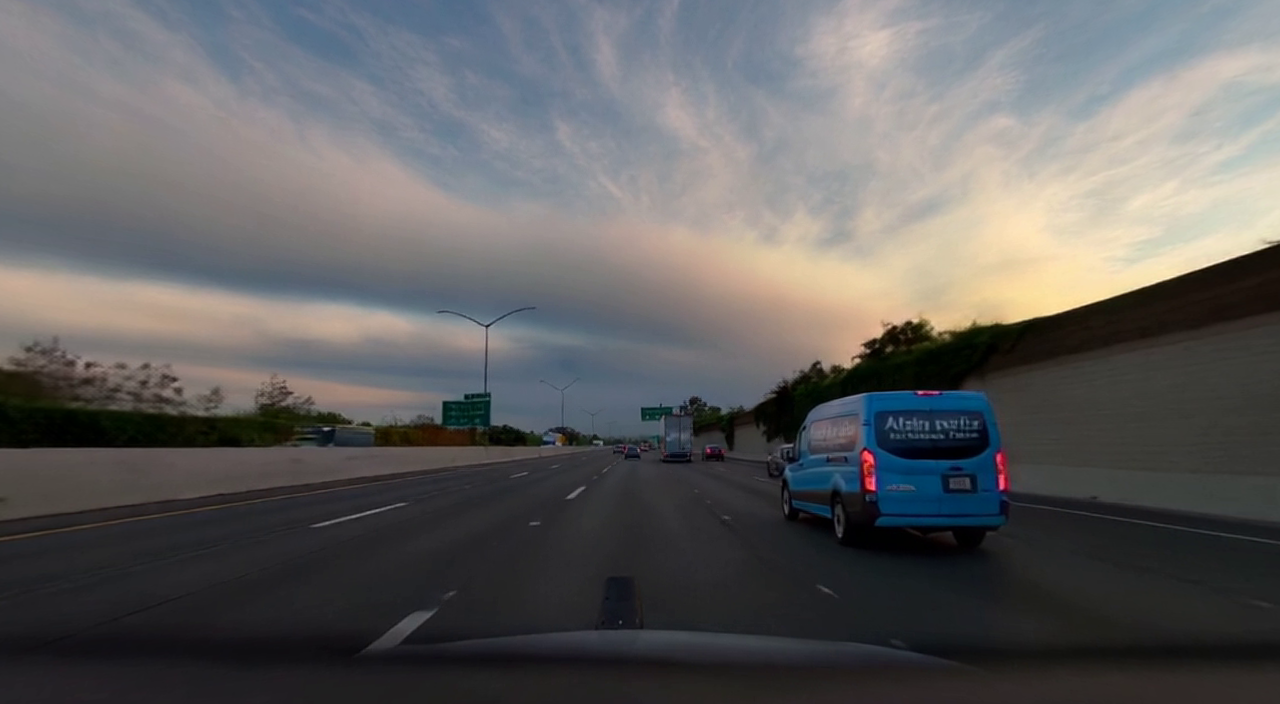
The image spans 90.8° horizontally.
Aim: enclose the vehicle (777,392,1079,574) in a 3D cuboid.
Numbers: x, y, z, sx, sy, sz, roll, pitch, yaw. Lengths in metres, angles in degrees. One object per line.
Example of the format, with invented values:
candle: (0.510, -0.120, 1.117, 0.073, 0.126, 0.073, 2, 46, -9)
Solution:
vehicle: (3.629, 1.766, 9.283, 2.035, 1.931, 4.841, 0, -9, -1)
